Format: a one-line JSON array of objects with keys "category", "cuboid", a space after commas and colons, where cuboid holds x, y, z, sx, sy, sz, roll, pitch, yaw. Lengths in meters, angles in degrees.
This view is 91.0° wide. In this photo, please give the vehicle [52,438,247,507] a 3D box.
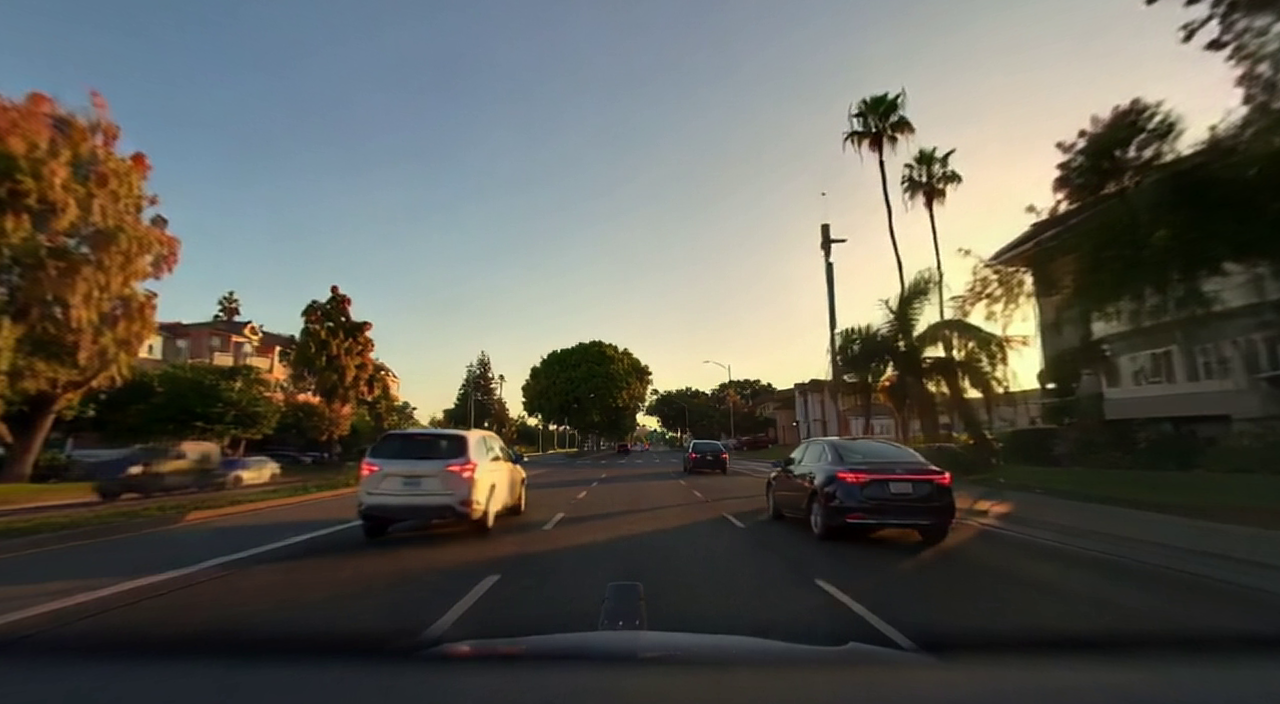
[{"category": "vehicle", "cuboid": [-14.885, 3.646, 19.601, 2.101, 1.832, 4.893, 0, -8, 0]}]

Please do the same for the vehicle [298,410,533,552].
[{"category": "vehicle", "cuboid": [-3.171, 1.936, 10.129, 2.084, 1.735, 4.528, 0, -8, 0]}]

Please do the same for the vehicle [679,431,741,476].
[{"category": "vehicle", "cuboid": [3.189, 4.755, 29.635, 2.244, 1.901, 4.561, 1, -9, -2]}]

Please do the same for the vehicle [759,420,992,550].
[{"category": "vehicle", "cuboid": [3.478, 2.047, 10.344, 2.084, 1.682, 4.148, 1, -9, -2]}]
